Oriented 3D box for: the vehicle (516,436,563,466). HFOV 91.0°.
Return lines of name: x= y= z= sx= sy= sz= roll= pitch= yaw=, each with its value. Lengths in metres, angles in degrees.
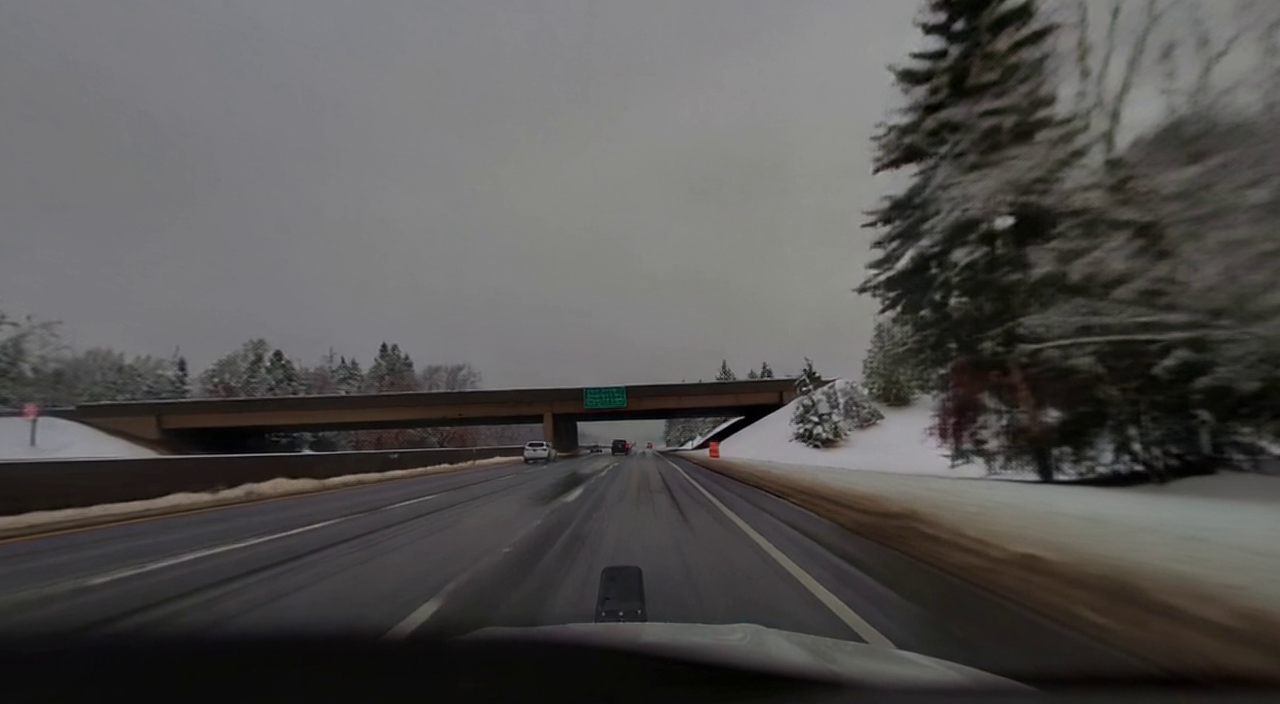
vehicle: x=-6.437 y=6.403 z=40.818 sx=2.103 sy=1.775 sz=4.966 roll=0 pitch=-8 yaw=1
